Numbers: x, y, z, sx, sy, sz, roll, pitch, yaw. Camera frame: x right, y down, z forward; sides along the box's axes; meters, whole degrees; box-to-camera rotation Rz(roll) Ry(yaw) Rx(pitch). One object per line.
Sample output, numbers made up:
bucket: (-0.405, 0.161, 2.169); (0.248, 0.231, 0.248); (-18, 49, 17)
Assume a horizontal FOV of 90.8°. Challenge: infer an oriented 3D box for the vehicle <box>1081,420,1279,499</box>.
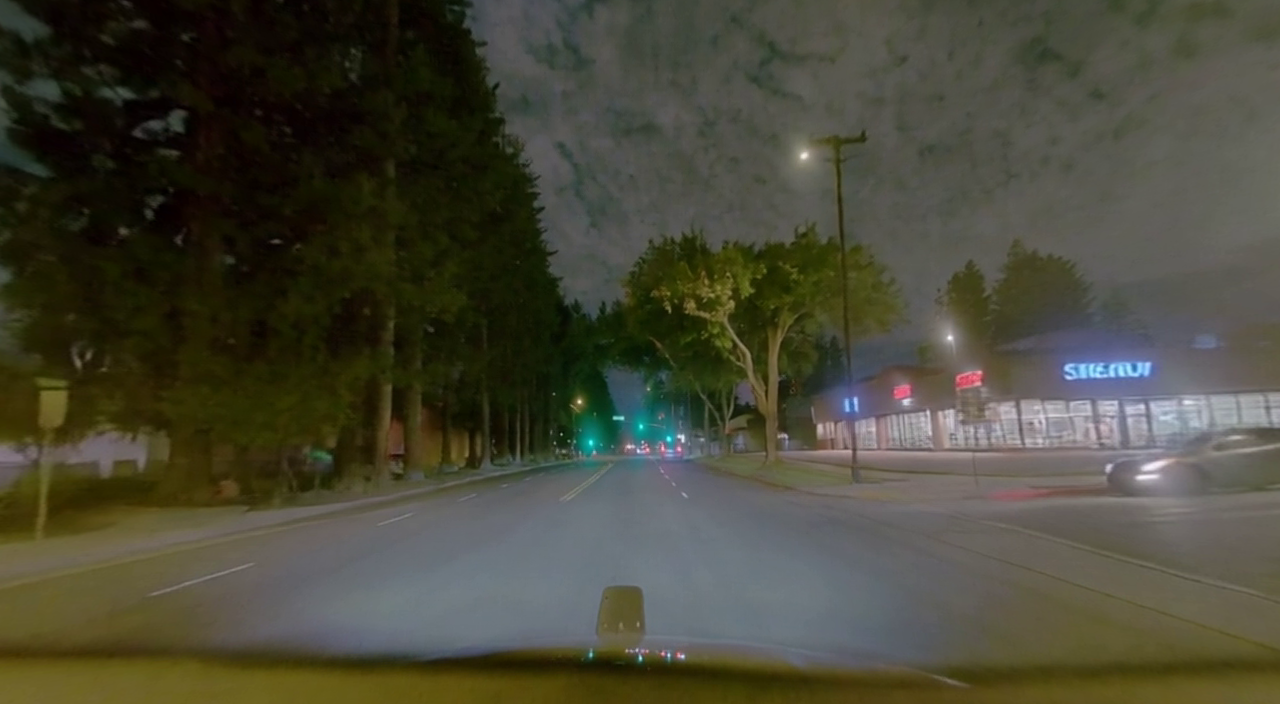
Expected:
vehicle: (11.828, 2.140, 12.697); (4.404, 1.445, 1.844); (-1, -9, 7)
